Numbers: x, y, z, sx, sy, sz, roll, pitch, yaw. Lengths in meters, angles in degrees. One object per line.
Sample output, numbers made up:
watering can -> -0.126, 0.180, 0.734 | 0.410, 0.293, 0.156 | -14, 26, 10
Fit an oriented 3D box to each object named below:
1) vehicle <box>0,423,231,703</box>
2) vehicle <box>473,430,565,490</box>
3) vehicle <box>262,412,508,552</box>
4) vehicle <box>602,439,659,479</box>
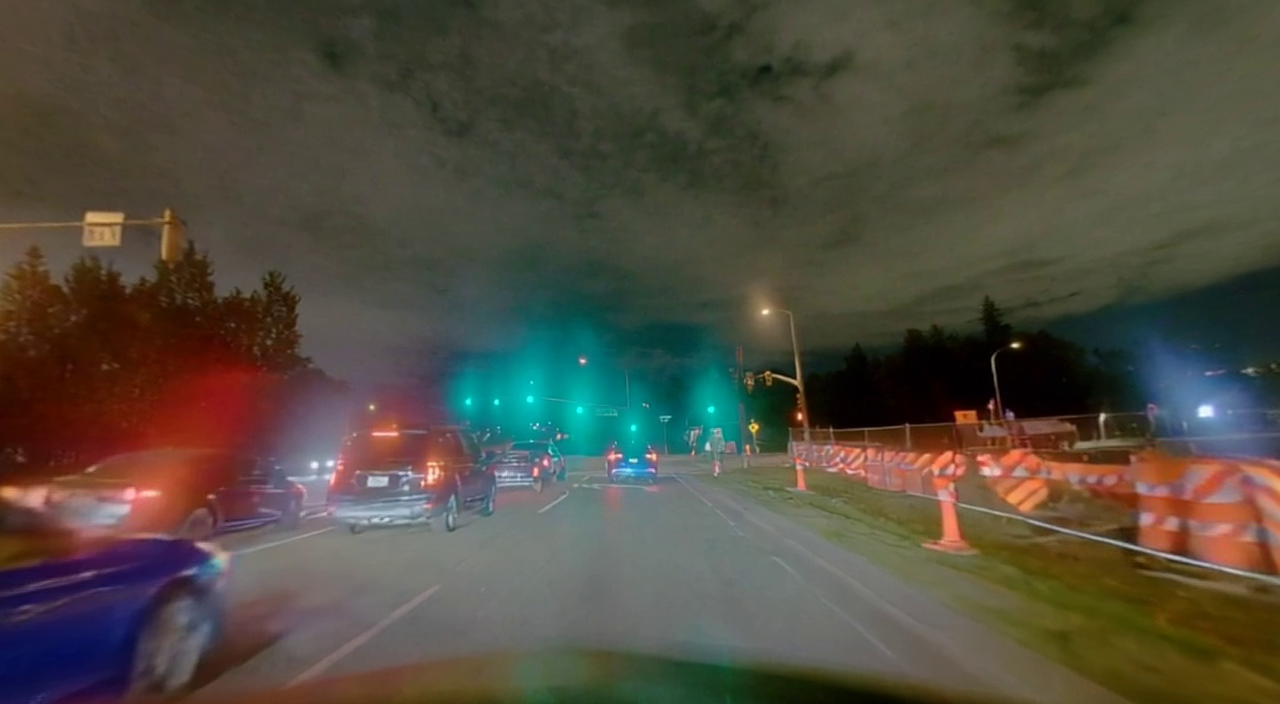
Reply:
vehicle -> -3.242, 0.889, 1.329 | 2.042, 1.441, 4.172 | -2, -9, -1
vehicle -> -4.107, 3.787, 22.432 | 2.240, 1.844, 5.043 | 0, -9, 0
vehicle -> -3.997, 2.138, 11.093 | 2.236, 1.886, 4.792 | 0, -9, 1
vehicle -> -0.353, 4.451, 26.405 | 2.183, 1.506, 4.286 | 0, -9, 0
